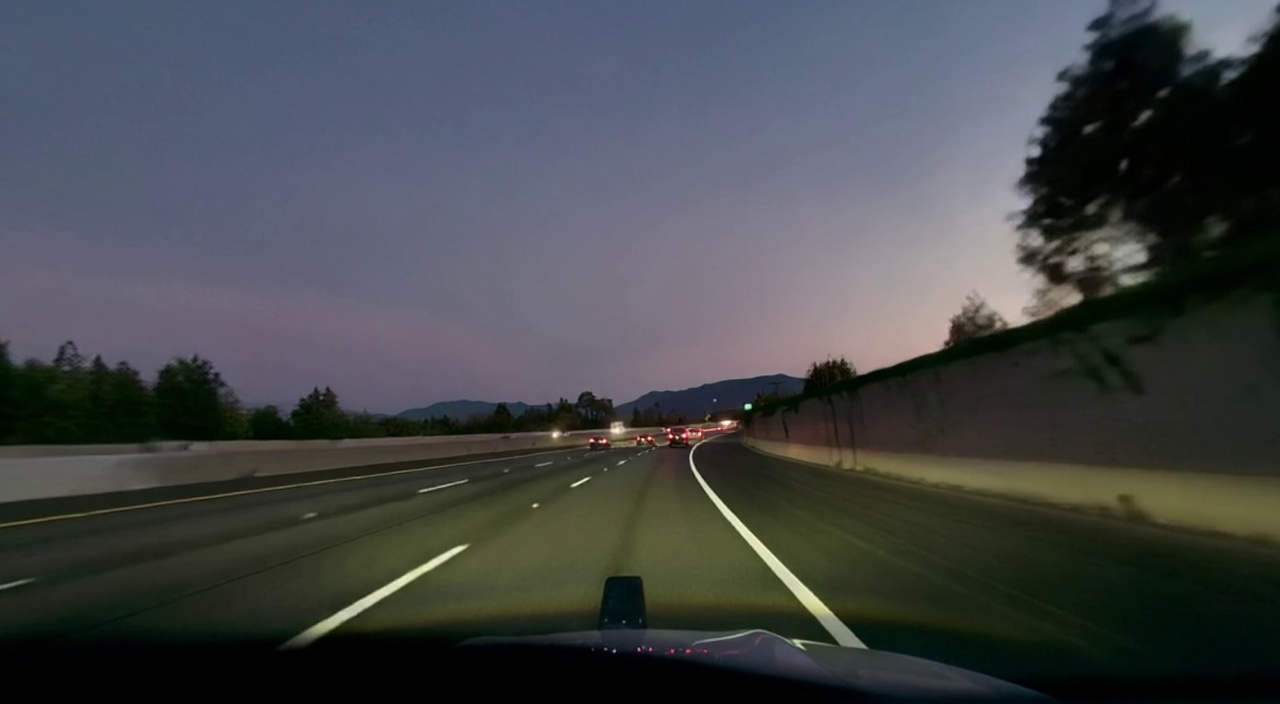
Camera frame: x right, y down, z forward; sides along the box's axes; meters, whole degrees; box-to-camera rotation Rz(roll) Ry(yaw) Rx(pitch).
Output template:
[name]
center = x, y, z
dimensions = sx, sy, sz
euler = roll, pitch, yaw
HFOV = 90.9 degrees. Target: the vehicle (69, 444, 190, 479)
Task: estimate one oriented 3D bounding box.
[vehicle]
center = -24.637, 5.255, 30.684
dimensions = 1.857, 1.523, 4.621
euler = 0, -8, 3
